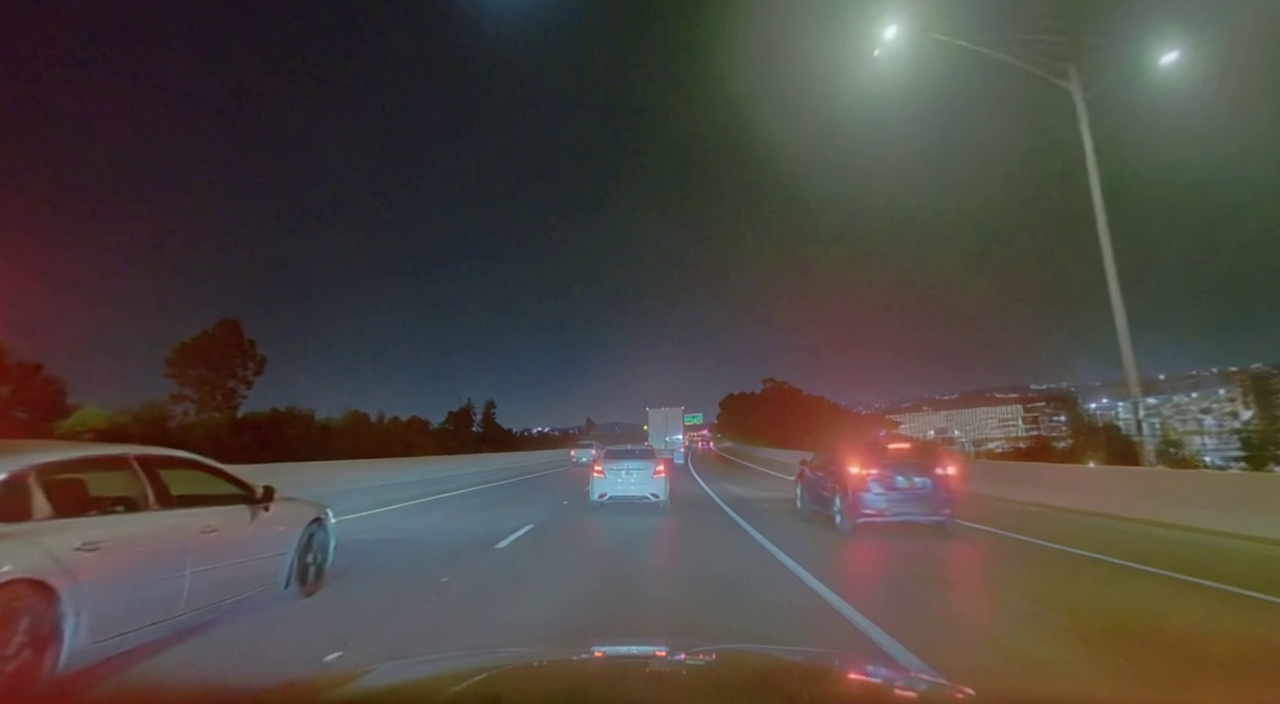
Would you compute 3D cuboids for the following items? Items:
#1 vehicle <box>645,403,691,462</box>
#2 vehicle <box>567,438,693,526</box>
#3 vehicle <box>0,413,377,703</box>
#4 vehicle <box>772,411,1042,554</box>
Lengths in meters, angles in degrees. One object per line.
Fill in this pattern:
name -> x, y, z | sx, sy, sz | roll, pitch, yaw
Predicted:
vehicle -> 2.379, 6.486, 49.963 | 2.990, 4.072, 10.706 | -1, -9, 5
vehicle -> -0.145, 2.520, 12.785 | 2.136, 1.470, 3.971 | -1, -9, 1
vehicle -> -3.731, 1.163, 3.676 | 2.130, 1.474, 5.027 | -1, -9, 1
vehicle -> 3.647, 1.901, 9.844 | 2.166, 1.666, 4.618 | 0, -9, 0
